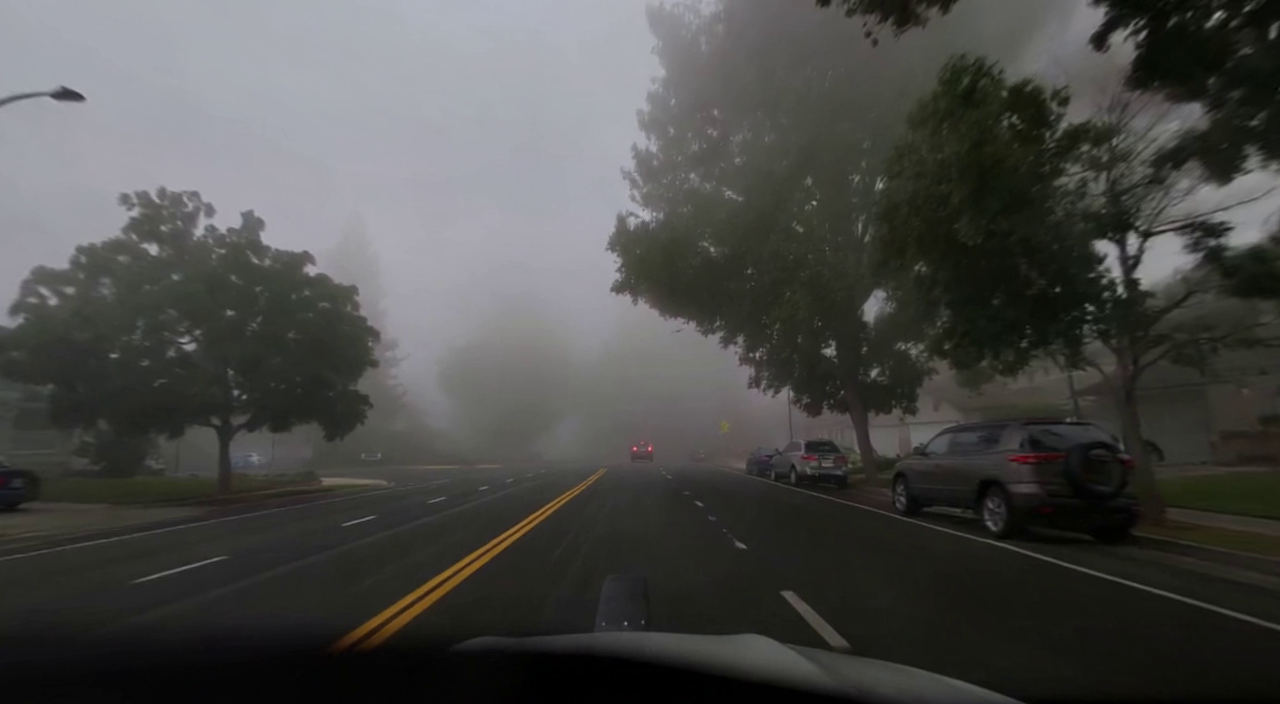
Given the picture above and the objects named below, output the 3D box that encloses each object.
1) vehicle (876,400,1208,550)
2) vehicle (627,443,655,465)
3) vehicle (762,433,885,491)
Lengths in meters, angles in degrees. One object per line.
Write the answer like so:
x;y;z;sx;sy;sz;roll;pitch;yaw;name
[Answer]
6.601;2.113;11.584;2.260;2.046;5.766;0;-8;0;vehicle
0.018;8.055;49.823;2.106;1.667;4.367;0;-8;-1;vehicle
6.697;4.113;23.987;2.878;1.927;5.774;0;-8;0;vehicle
